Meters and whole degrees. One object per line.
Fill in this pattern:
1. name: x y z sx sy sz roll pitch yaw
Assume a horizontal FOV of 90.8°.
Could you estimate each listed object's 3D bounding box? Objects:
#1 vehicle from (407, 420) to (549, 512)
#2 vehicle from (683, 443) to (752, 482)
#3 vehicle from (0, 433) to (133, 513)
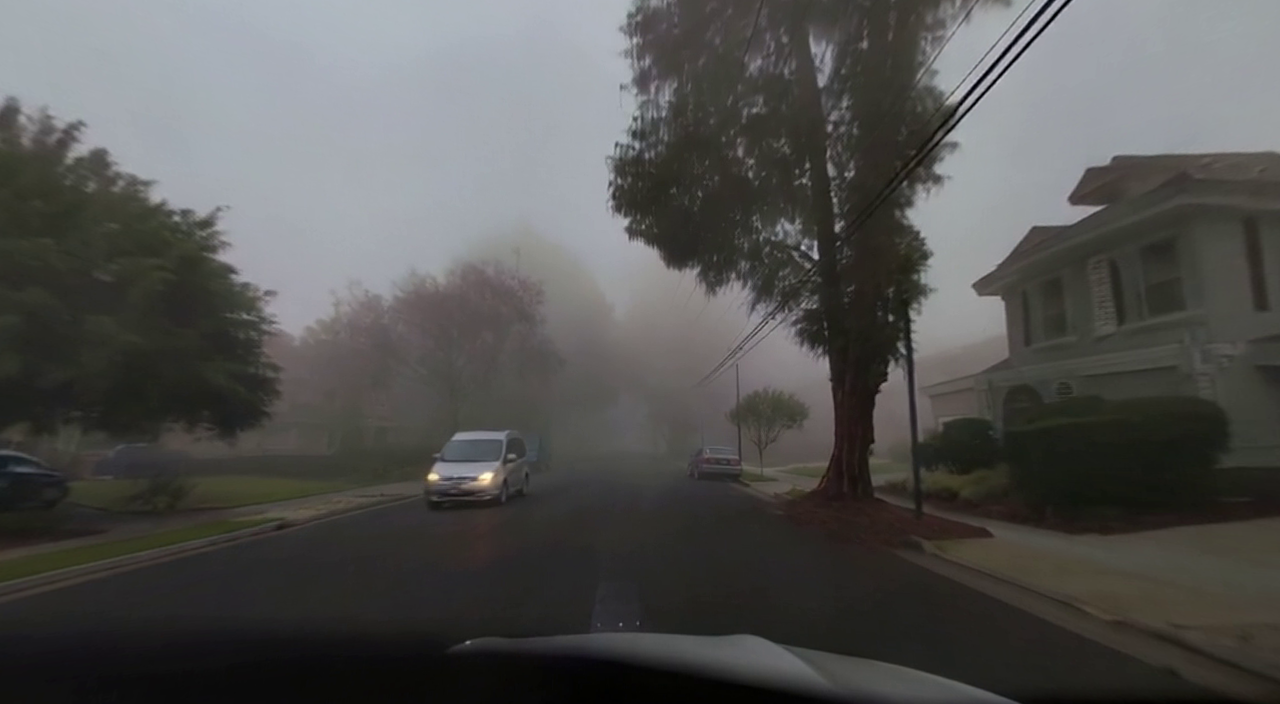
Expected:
1. vehicle: -3.629 2.641 15.149 2.032 1.836 4.520 0 -8 2
2. vehicle: 3.094 4.529 26.217 1.944 1.439 4.500 1 -8 -4
3. vehicle: -13.314 2.377 12.710 4.443 1.475 1.932 1 -8 -2
